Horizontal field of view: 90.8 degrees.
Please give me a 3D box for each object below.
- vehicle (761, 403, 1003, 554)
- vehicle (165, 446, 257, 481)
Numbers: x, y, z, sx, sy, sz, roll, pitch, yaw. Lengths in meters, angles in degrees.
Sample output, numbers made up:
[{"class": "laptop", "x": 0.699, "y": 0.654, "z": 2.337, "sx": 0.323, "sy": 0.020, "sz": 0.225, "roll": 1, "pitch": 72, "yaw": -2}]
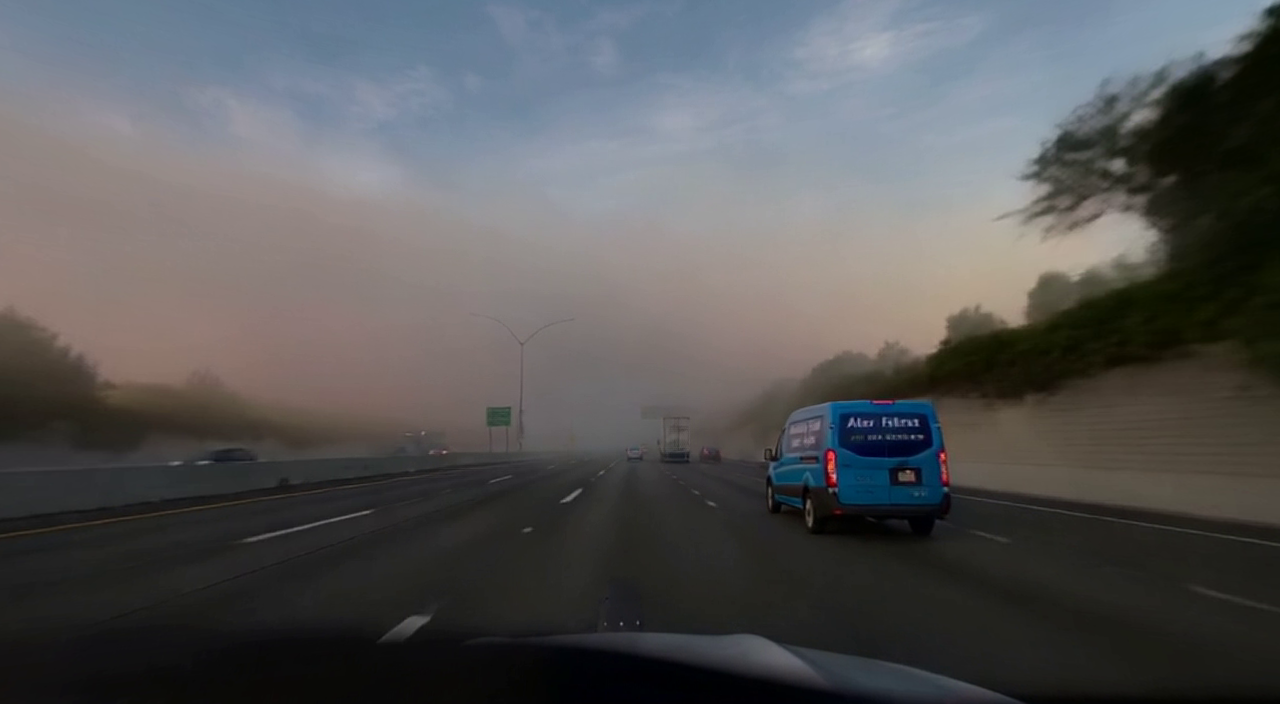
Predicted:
[{"class": "vehicle", "x": 3.604, "y": 2.009, "z": 10.657, "sx": 2.035, "sy": 1.931, "sz": 4.841, "roll": 0, "pitch": -9, "yaw": -1}, {"class": "vehicle", "x": -17.805, "y": 4.606, "z": 26.411, "sx": 1.479, "sy": 1.355, "sz": 3.347, "roll": 0, "pitch": -9, "yaw": 0}]
